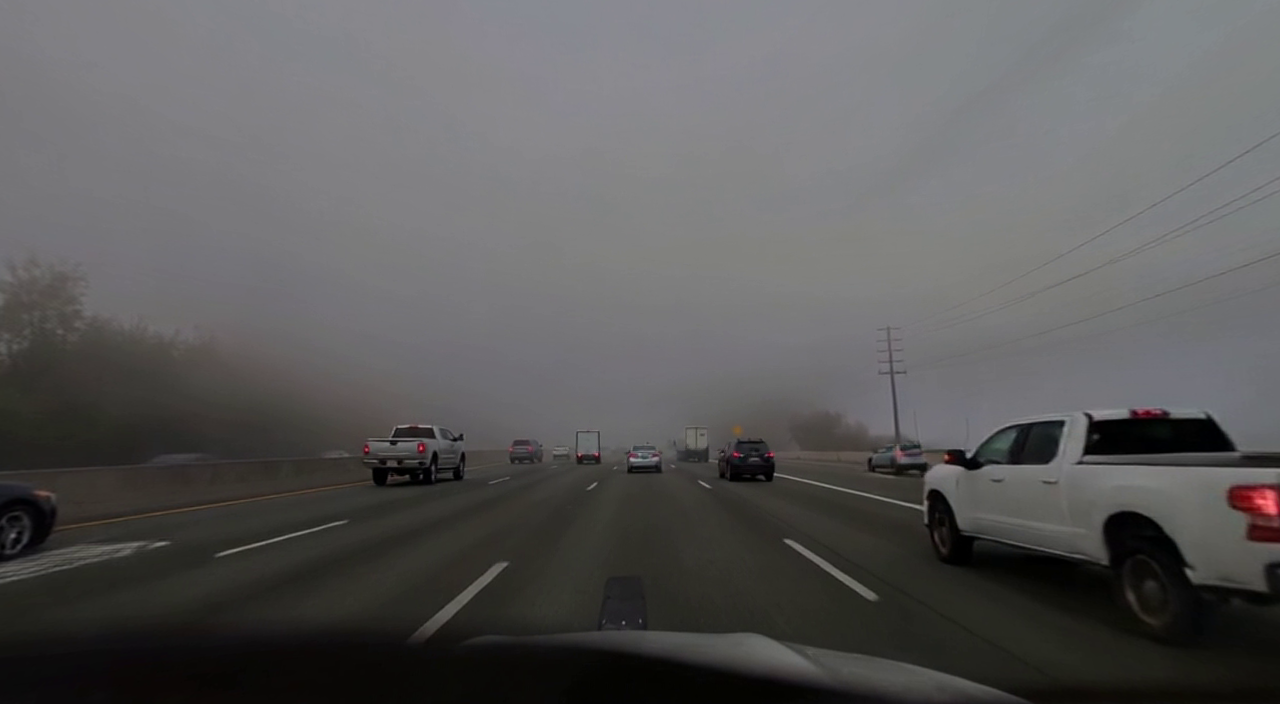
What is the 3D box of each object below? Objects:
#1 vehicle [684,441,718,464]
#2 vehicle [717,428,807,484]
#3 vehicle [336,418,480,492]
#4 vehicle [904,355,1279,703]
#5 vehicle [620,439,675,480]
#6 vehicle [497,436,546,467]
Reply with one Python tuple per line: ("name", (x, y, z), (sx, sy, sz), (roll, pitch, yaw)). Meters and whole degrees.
("vehicle", (4.078, 6.821, 42.915), (1.895, 1.429, 3.908), (0, -9, -1))
("vehicle", (4.212, 3.678, 22.575), (2.195, 1.778, 4.455), (0, -9, -2))
("vehicle", (-6.922, 3.175, 19.740), (2.269, 1.936, 5.777), (0, -9, 0))
("vehicle", (3.977, 1.160, 4.878), (2.002, 1.691, 4.290), (0, -9, 0))
("vehicle", (0.276, 4.173, 24.696), (1.966, 1.444, 3.986), (0, -9, 0))
("vehicle", (-6.919, 5.873, 37.313), (1.978, 1.680, 4.263), (0, -9, 1))
